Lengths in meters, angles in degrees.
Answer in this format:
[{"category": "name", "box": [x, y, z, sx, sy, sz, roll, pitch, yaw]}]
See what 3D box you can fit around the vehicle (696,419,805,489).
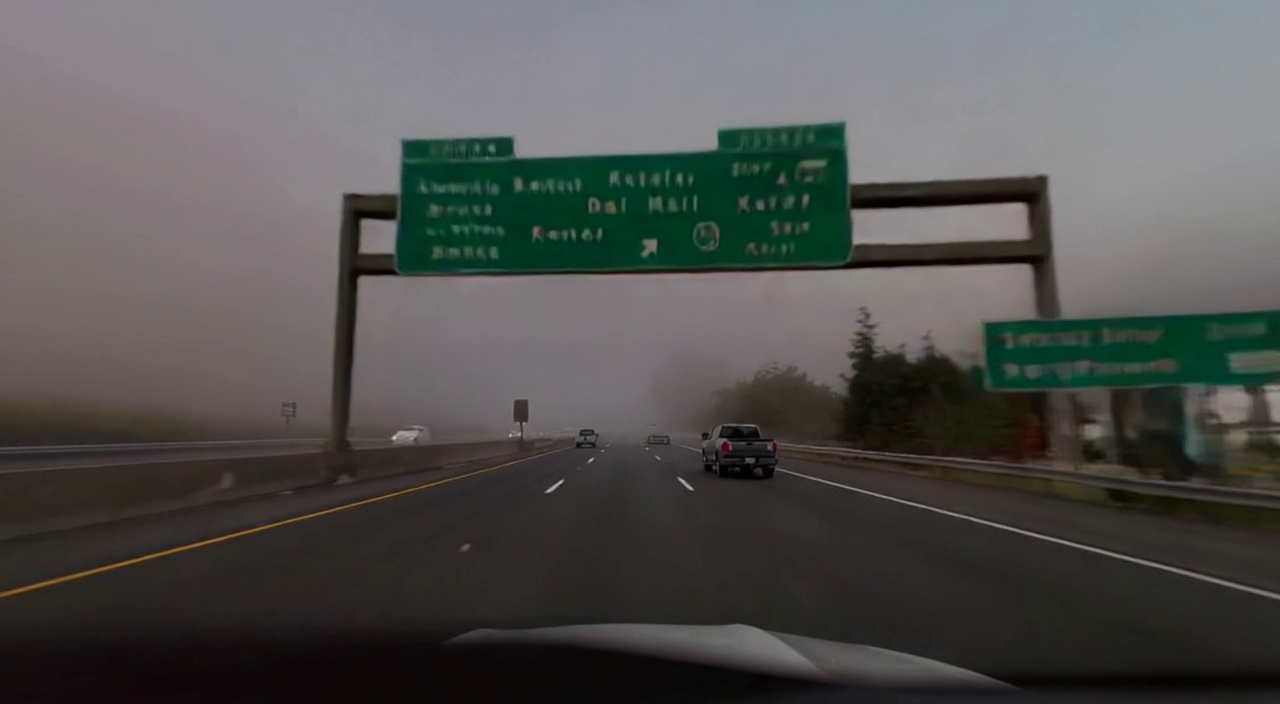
[{"category": "vehicle", "box": [2.807, 2.706, 17.037, 2.022, 1.637, 4.229, 0, -8, -2]}]
